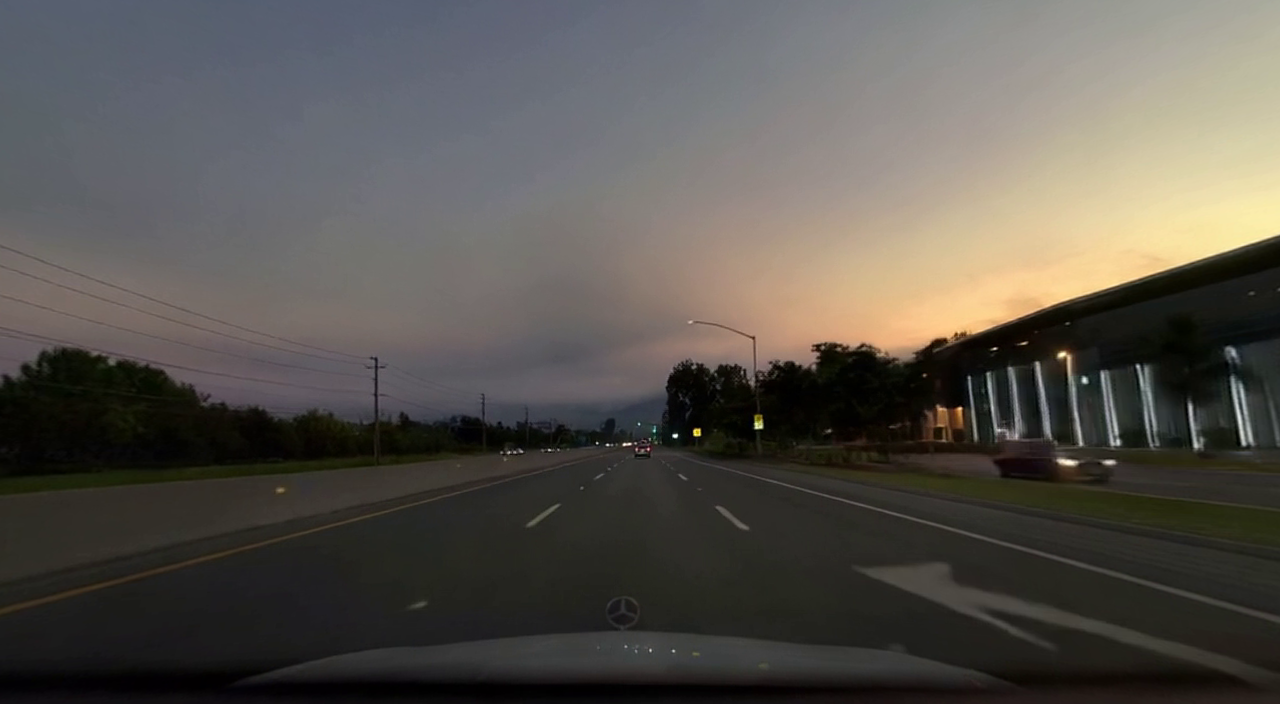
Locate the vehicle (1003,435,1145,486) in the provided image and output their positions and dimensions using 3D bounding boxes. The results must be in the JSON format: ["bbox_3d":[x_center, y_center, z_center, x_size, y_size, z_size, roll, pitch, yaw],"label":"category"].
[{"bbox_3d":[16.106,4.035,23.734,2.037,1.718,4.610,0,-9,0],"label":"vehicle"}]
